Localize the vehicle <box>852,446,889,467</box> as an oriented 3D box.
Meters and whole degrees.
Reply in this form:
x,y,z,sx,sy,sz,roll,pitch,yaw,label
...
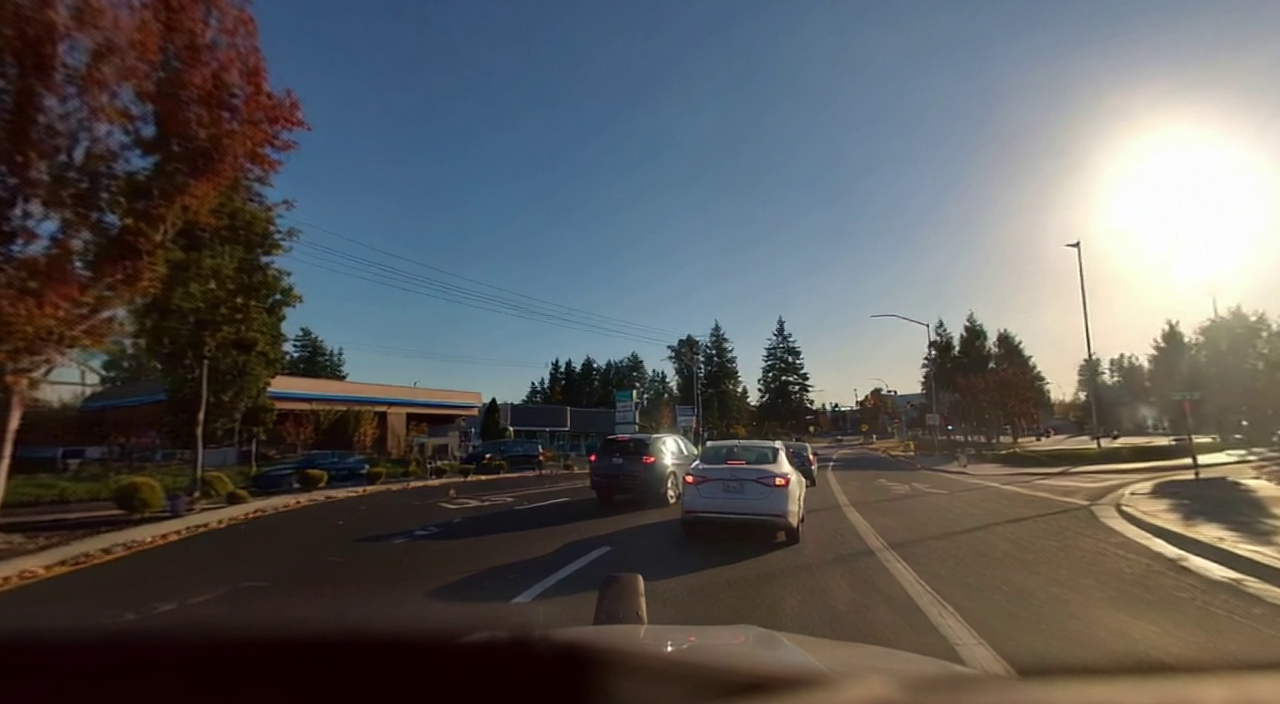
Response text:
x,y,z,sx,sy,sz,roll,pitch,yaw,label
16.914,7.655,46.391,1.916,1.462,4.487,-2,-9,12,vehicle

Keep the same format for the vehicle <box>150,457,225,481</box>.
x,y,z,sx,sy,sz,roll,pitch,yaw,label
-32.439,8.349,45.113,4.507,1.533,1.999,-3,-9,18,vehicle

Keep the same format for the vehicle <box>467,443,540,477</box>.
x,y,z,sx,sy,sz,roll,pitch,yaw,label
-7.245,5.769,33.860,2.088,1.693,4.491,-2,-9,12,vehicle

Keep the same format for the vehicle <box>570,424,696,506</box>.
x,y,z,sx,sy,sz,roll,pitch,yaw,label
0.024,2.826,16.195,2.102,1.774,4.662,-2,-9,14,vehicle

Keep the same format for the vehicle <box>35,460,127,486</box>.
x,y,z,sx,sy,sz,roll,pitch,yaw,label
-34.758,7.510,39.180,4.384,1.490,2.031,-2,-8,14,vehicle

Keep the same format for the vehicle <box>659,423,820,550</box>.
x,y,z,sx,sy,sz,roll,pitch,yaw,label
1.772,2.023,10.163,2.060,1.580,3.980,-2,-9,15,vehicle

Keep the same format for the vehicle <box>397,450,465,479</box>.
x,y,z,sx,sy,sz,roll,pitch,yaw,label
-12.933,6.960,39.243,1.926,1.693,4.445,-2,-9,13,vehicle

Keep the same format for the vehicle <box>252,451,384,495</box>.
x,y,z,sx,sy,sz,roll,pitch,yaw,label
-12.691,4.753,25.266,1.894,1.528,4.849,-2,-9,14,vehicle

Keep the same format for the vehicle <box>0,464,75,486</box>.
x,y,z,sx,sy,sz,roll,pitch,yaw,label
-42.361,8.582,44.128,1.603,1.398,3.616,-5,-10,26,vehicle
